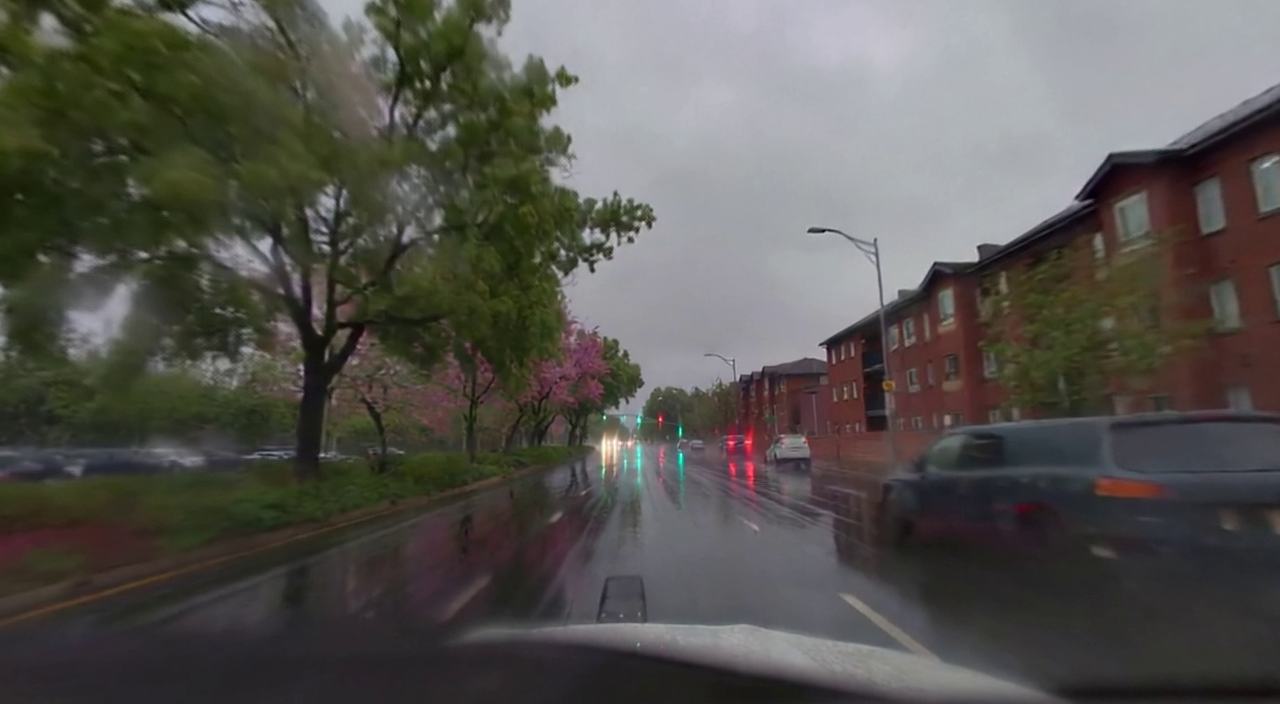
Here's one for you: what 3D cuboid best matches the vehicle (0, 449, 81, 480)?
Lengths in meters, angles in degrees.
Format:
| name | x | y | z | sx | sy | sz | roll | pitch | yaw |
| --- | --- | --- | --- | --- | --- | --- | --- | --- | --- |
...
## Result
| name | x | y | z | sx | sy | sz | roll | pitch | yaw |
| --- | --- | --- | --- | --- | --- | --- | --- | --- | --- |
| vehicle | -33.788 | 6.153 | 34.708 | 4.339 | 1.608 | 1.871 | 0 | -8 | 2 |

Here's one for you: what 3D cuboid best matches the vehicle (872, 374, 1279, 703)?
| name | x | y | z | sx | sy | sz | roll | pitch | yaw |
| --- | --- | --- | --- | --- | --- | --- | --- | --- | --- |
| vehicle | 3.687 | 1.207 | 5.174 | 1.984 | 1.580 | 4.413 | 0 | -8 | 2 |

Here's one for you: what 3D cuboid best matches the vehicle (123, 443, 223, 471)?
| name | x | y | z | sx | sy | sz | roll | pitch | yaw |
| --- | --- | --- | --- | --- | --- | --- | --- | --- | --- |
| vehicle | -33.620 | 7.564 | 45.599 | 5.605 | 1.774 | 2.197 | -3 | -9 | 3 |

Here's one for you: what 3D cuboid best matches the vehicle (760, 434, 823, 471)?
| name | x | y | z | sx | sy | sz | roll | pitch | yaw |
| --- | --- | --- | --- | --- | --- | --- | --- | --- | --- |
| vehicle | 7.293 | 4.879 | 30.777 | 1.940 | 1.647 | 4.309 | 0 | -8 | -1 |

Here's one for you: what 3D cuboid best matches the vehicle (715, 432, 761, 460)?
| name | x | y | z | sx | sy | sz | roll | pitch | yaw |
| --- | --- | --- | --- | --- | --- | --- | --- | --- | --- |
| vehicle | 7.069 | 6.879 | 46.154 | 2.450 | 1.892 | 5.107 | 0 | -8 | -2 |
